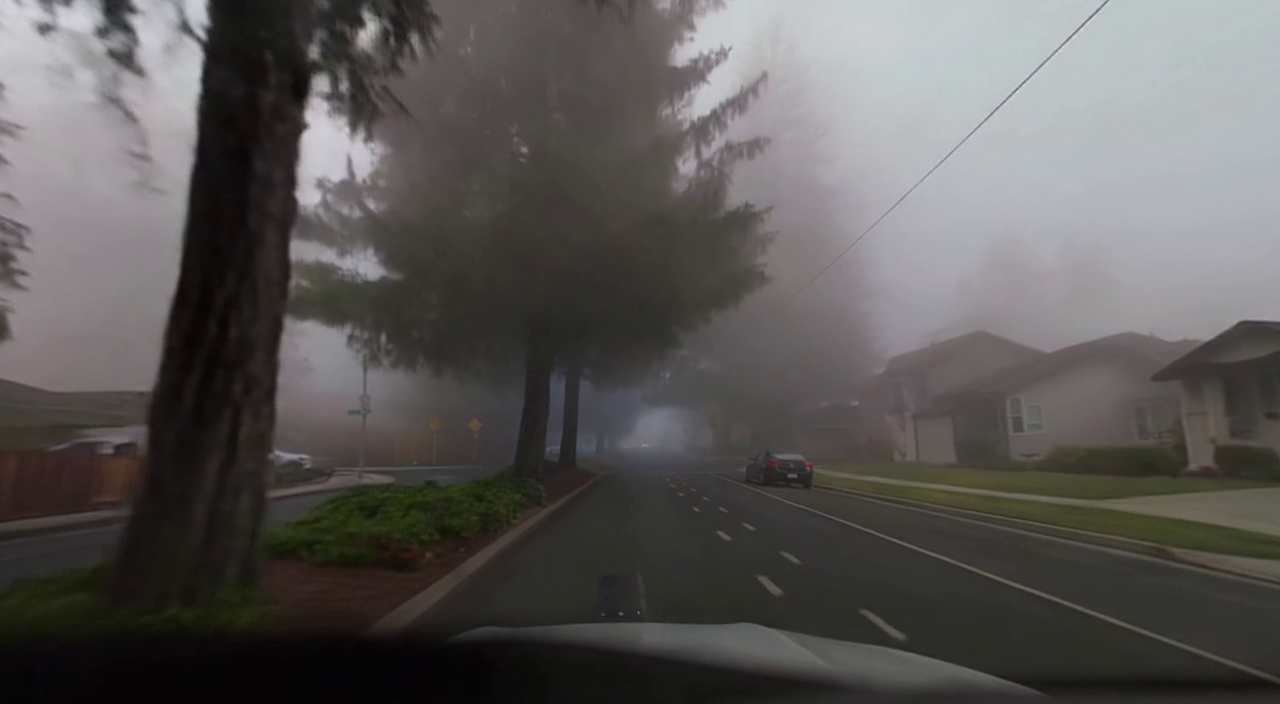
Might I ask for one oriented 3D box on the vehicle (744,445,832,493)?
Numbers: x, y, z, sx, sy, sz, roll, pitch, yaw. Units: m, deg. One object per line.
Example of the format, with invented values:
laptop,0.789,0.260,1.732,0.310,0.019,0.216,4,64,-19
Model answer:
vehicle,4.996,3.996,21.962,1.904,1.475,4.386,0,-9,-2
